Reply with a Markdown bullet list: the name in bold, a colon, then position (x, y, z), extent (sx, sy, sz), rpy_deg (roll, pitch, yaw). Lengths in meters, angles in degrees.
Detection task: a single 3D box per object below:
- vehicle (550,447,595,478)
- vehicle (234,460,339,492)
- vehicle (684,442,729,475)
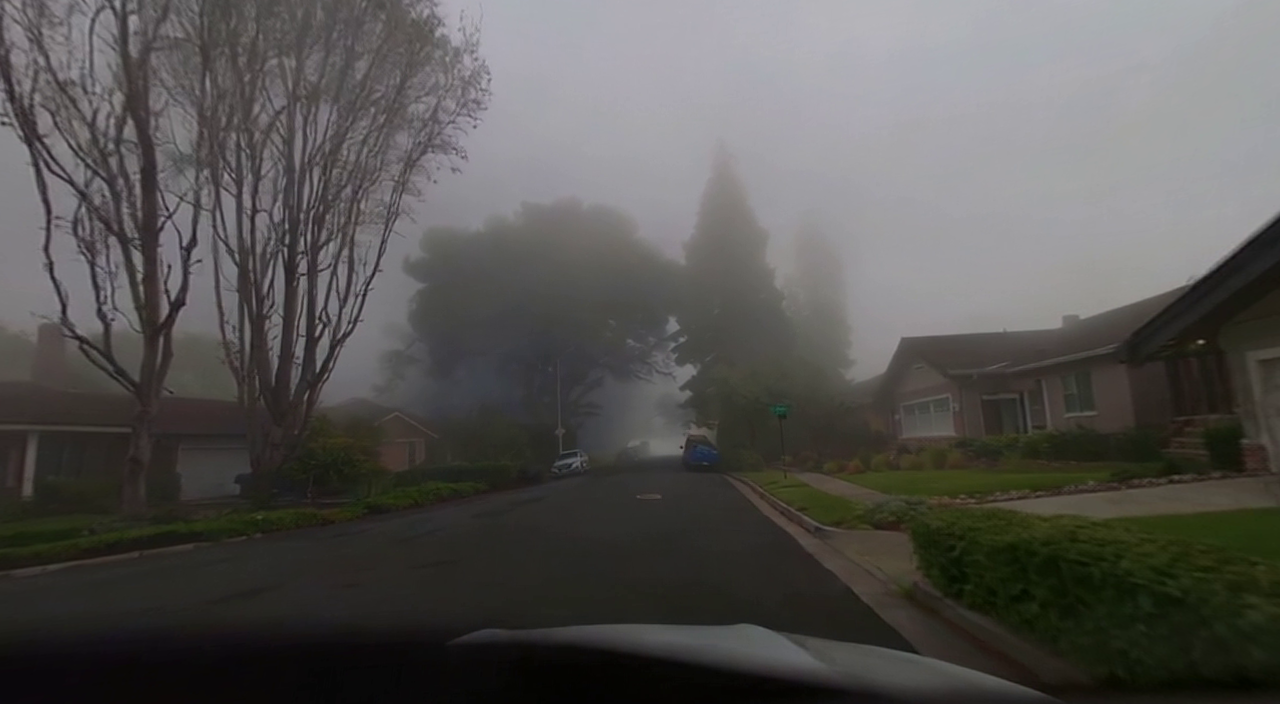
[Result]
- **vehicle**: position (-4.474, 7.392, 42.661), extent (2.208, 1.834, 4.675), rpy_deg (-4, -9, 3)
- **vehicle**: position (-18.300, 6.410, 32.779), extent (4.404, 1.495, 1.844), rpy_deg (-1, -9, 5)
- **vehicle**: position (3.307, 5.397, 32.149), extent (2.005, 1.553, 3.984), rpy_deg (-1, -9, 3)
